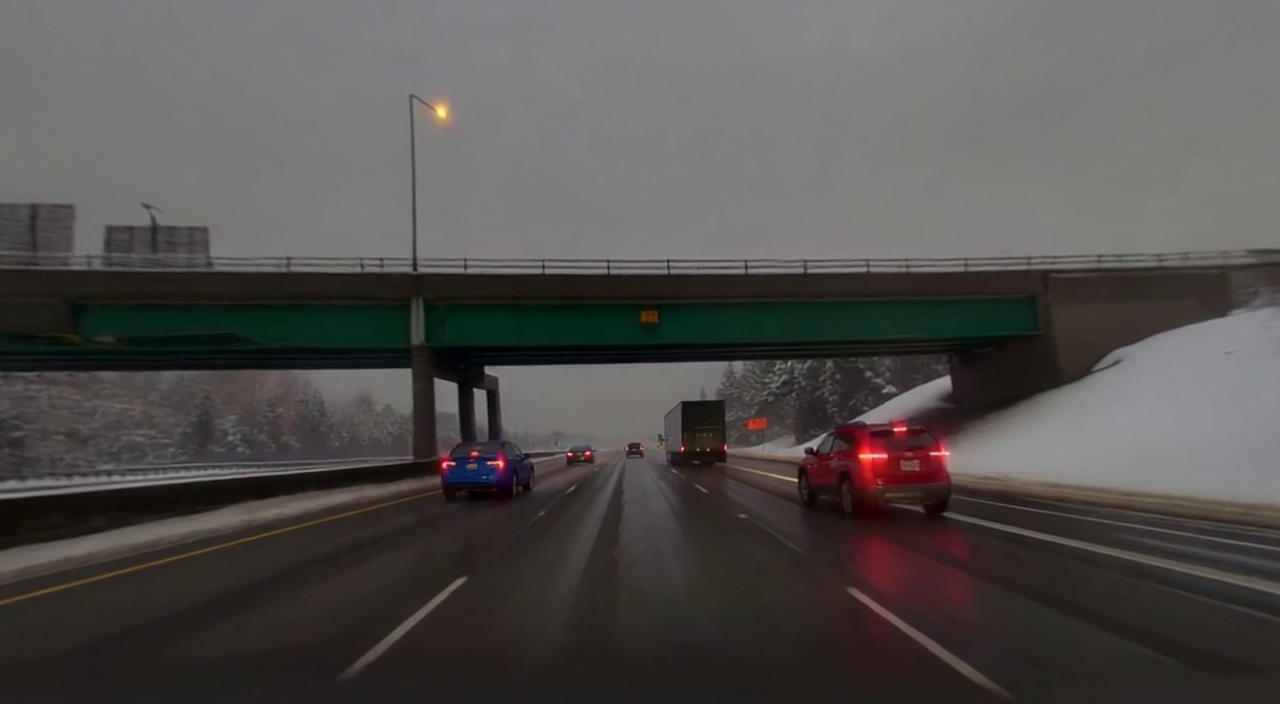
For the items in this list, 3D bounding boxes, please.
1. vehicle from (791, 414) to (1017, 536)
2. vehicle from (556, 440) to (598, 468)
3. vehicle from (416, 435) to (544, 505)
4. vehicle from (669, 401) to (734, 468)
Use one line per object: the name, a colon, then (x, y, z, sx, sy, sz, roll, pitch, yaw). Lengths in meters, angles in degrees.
vehicle: (4.114, 1.978, 10.717, 2.001, 1.625, 4.088, -1, -8, -1)
vehicle: (-3.607, 5.896, 36.717, 2.064, 1.479, 4.370, -1, -8, -1)
vehicle: (-3.885, 2.942, 16.232, 2.122, 1.486, 4.532, -1, -8, 0)
vehicle: (3.627, 5.319, 40.241, 2.824, 3.585, 11.410, -1, -8, -1)
